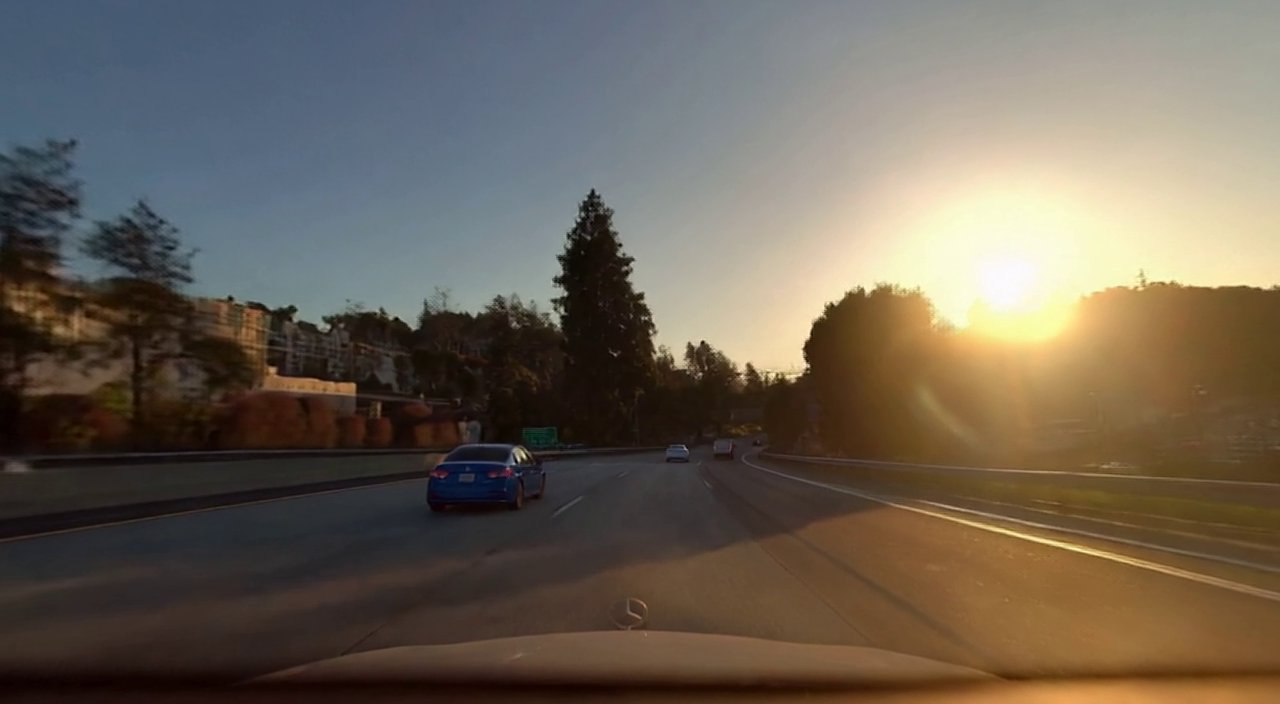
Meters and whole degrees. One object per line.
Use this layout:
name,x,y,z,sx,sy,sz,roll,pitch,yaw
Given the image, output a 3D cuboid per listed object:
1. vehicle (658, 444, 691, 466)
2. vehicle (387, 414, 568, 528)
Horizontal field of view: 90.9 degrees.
vehicle,2.387,7.087,43.626,2.158,1.458,3.656,0,-9,4
vehicle,-2.902,2.283,12.649,2.185,1.823,4.854,0,-9,2
